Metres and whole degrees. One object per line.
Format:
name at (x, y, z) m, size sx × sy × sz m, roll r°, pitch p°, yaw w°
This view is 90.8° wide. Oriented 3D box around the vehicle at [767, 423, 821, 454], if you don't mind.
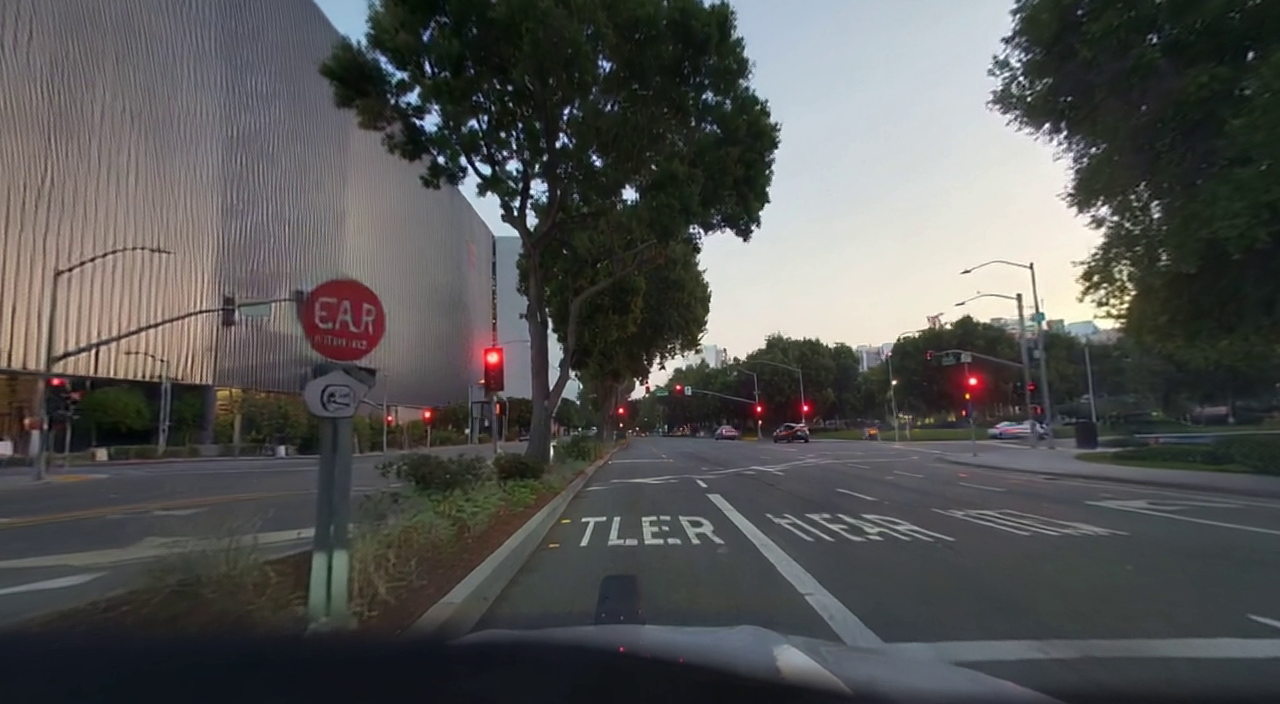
vehicle at (9.920, 5.656, 40.995) m, size 2.156 × 1.881 × 4.743 m, roll 0°, pitch -8°, yaw -2°
